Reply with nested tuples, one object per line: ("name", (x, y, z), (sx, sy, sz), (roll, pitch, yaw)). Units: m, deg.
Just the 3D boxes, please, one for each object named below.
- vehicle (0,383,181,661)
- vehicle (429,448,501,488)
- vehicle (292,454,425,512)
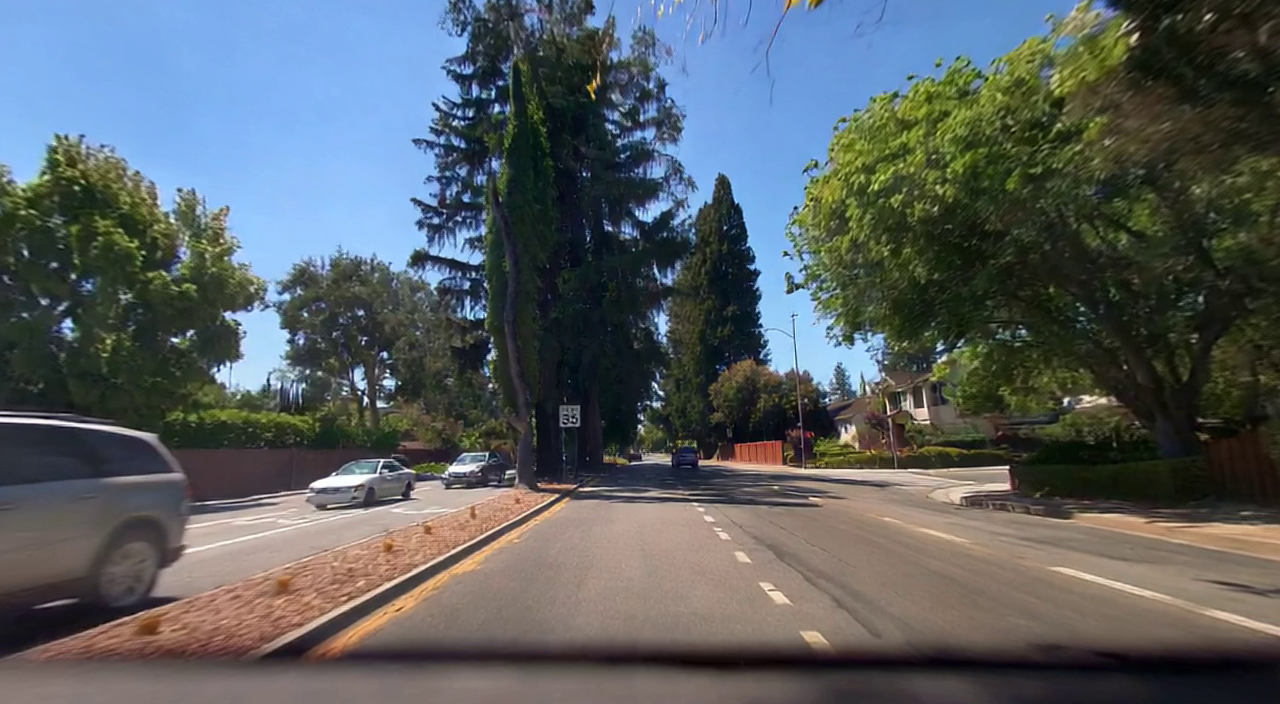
("vehicle", (-5.274, 1.001, 3.359), (2.084, 1.816, 4.672), (0, -9, 0))
("vehicle", (-8.269, 5.496, 30.283), (2.054, 1.746, 4.507), (0, -9, 1))
("vehicle", (-8.316, 3.875, 19.181), (1.939, 1.469, 4.465), (0, -9, 1))
